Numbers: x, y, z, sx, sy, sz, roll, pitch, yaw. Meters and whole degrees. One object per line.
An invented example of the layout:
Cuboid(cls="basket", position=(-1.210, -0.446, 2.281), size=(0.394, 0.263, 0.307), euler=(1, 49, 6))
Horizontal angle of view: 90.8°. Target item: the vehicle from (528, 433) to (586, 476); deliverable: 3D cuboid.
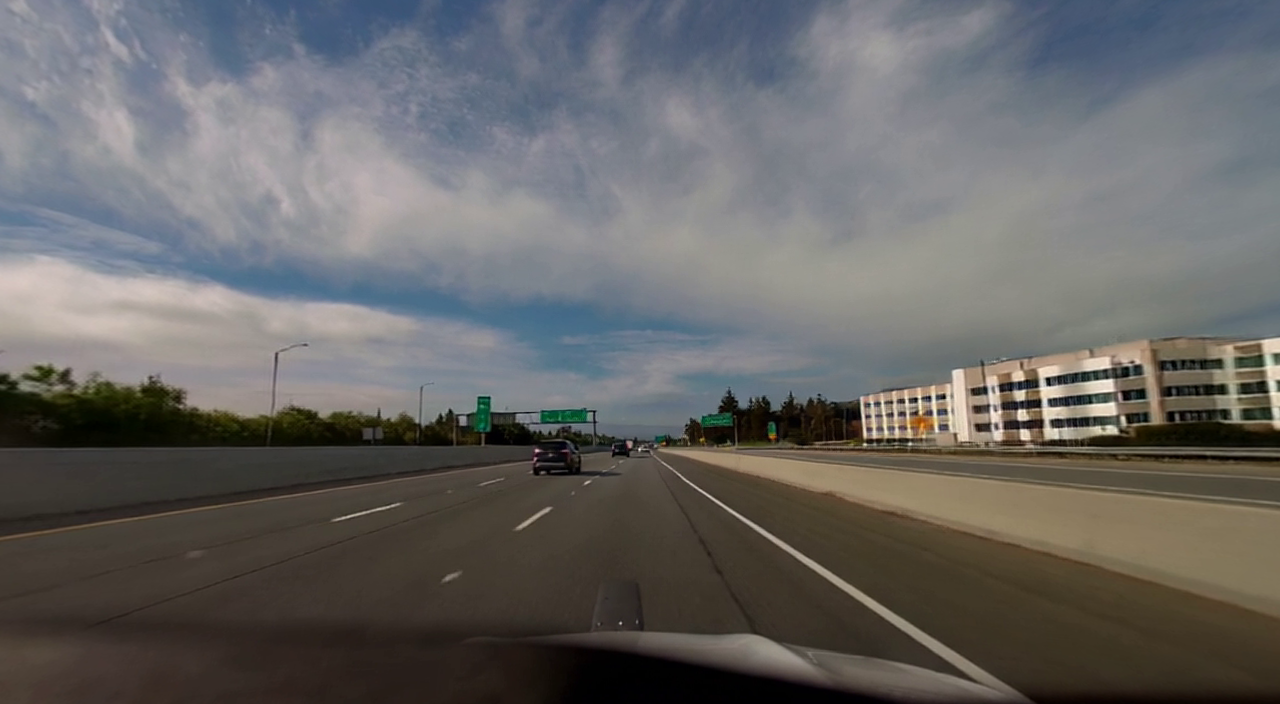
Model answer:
Cuboid(cls="vehicle", position=(-3.665, 4.617, 28.600), size=(2.047, 1.786, 4.217), euler=(0, -8, 0))
